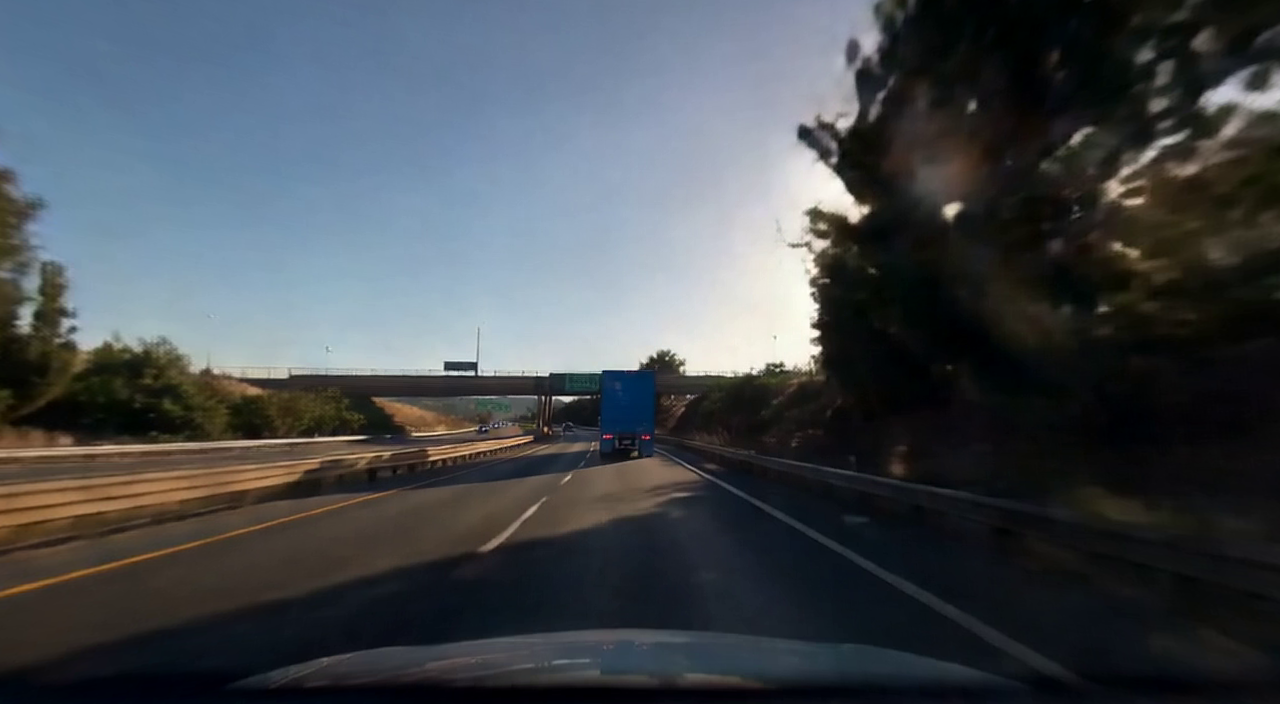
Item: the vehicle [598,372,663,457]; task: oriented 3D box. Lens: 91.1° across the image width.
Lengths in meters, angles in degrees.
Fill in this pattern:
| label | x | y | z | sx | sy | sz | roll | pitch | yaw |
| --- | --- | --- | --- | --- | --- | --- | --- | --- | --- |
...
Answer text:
| label | x | y | z | sx | sy | sz | roll | pitch | yaw |
| --- | --- | --- | --- | --- | --- | --- | --- | --- | --- |
| vehicle | -0.687 | 3.610 | 34.671 | 3.023 | 3.965 | 10.402 | 0 | -8 | -3 |
